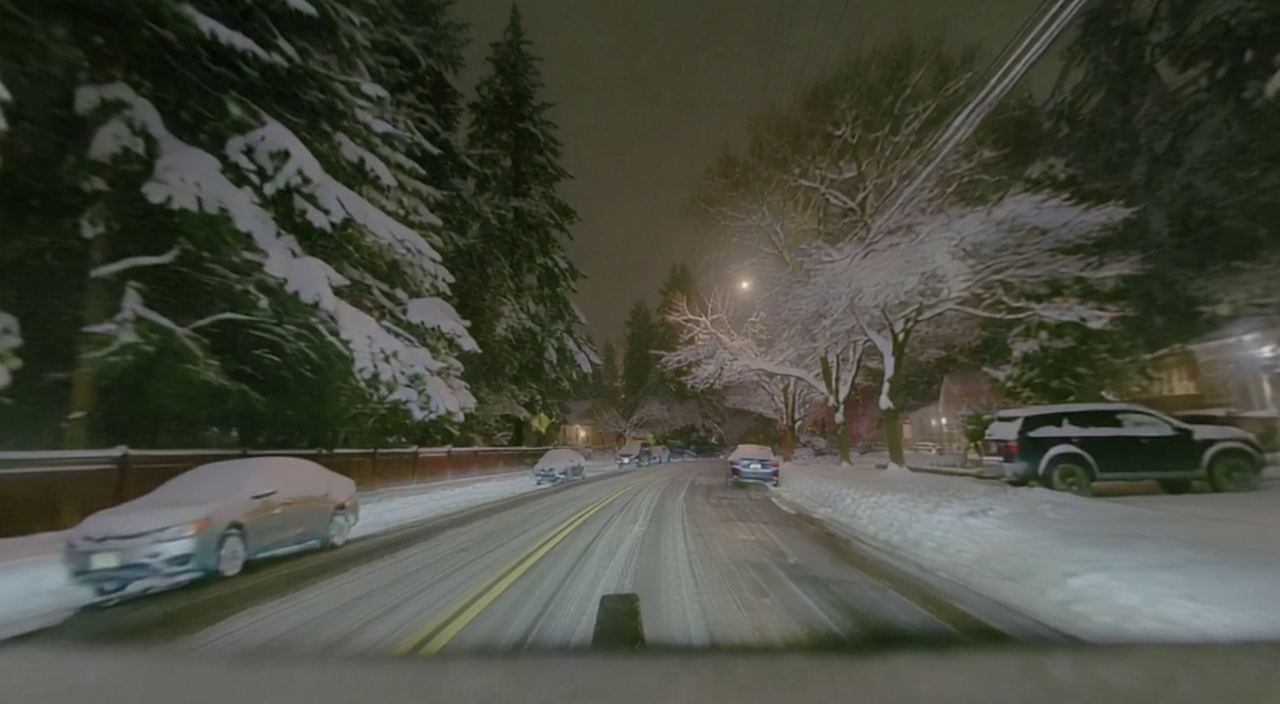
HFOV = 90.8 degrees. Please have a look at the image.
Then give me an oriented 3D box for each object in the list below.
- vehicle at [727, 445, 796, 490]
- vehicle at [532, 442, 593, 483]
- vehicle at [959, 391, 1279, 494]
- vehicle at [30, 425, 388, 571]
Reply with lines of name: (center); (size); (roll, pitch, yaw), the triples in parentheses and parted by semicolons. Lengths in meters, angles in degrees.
vehicle: (4.340, 4.164, 23.123); (1.972, 1.460, 4.137); (-1, -8, 4)
vehicle: (-3.661, 5.432, 30.660); (2.005, 1.557, 4.172); (-3, -15, 6)
vehicle: (9.725, 1.880, 13.127); (5.009, 1.906, 2.046); (-1, -8, 7)
vehicle: (-5.641, 2.190, 9.196); (1.972, 1.536, 4.347); (-3, -15, 2)
